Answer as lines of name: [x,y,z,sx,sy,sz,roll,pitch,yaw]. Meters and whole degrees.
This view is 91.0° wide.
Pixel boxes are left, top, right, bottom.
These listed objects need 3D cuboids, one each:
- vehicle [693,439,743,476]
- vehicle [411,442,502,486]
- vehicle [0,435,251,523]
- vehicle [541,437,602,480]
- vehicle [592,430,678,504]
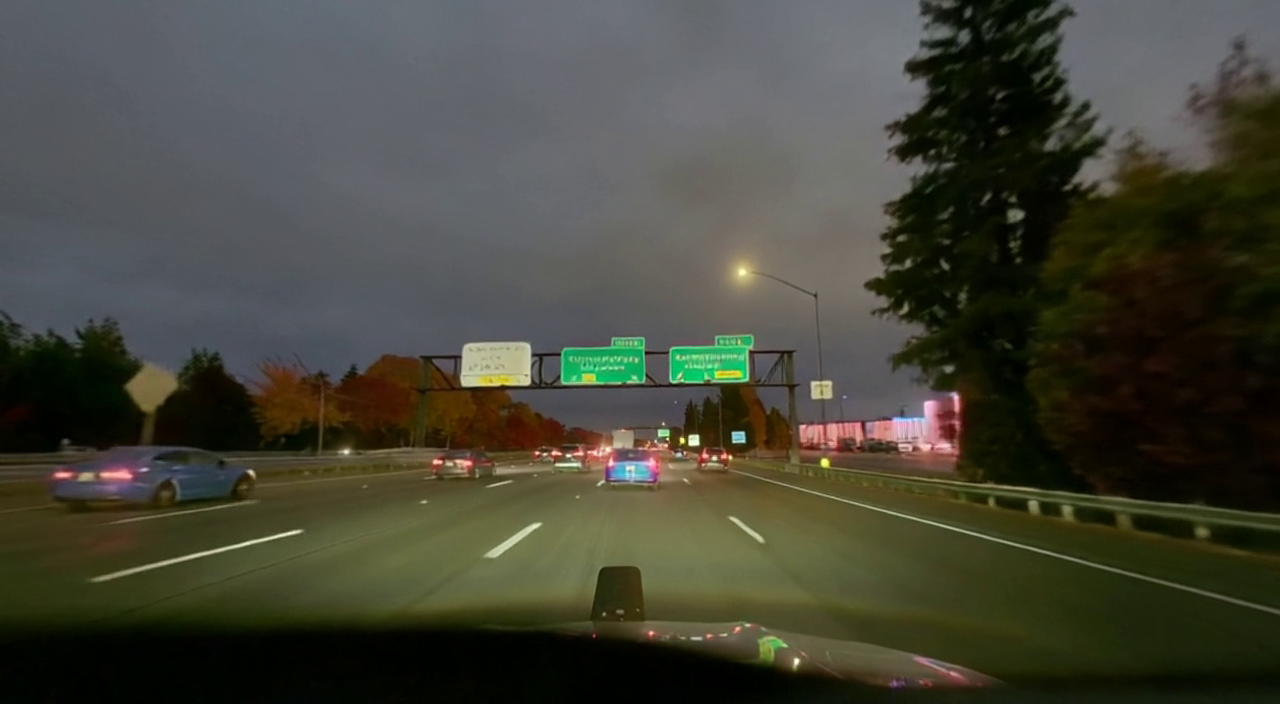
vehicle: [4.098,5.625,33.736,2.193,1.778,4.488,0,-9,1]
vehicle: [-7.060,4.351,24.799,2.057,1.496,4.661,0,-9,2]
vehicle: [-10.864,2.598,13.482,2.006,1.509,4.634,0,-9,1]
vehicle: [-2.980,4.757,28.328,2.111,1.742,4.315,0,-9,2]
vehicle: [-0.007,3.141,17.614,2.101,1.742,4.495,0,-9,3]
